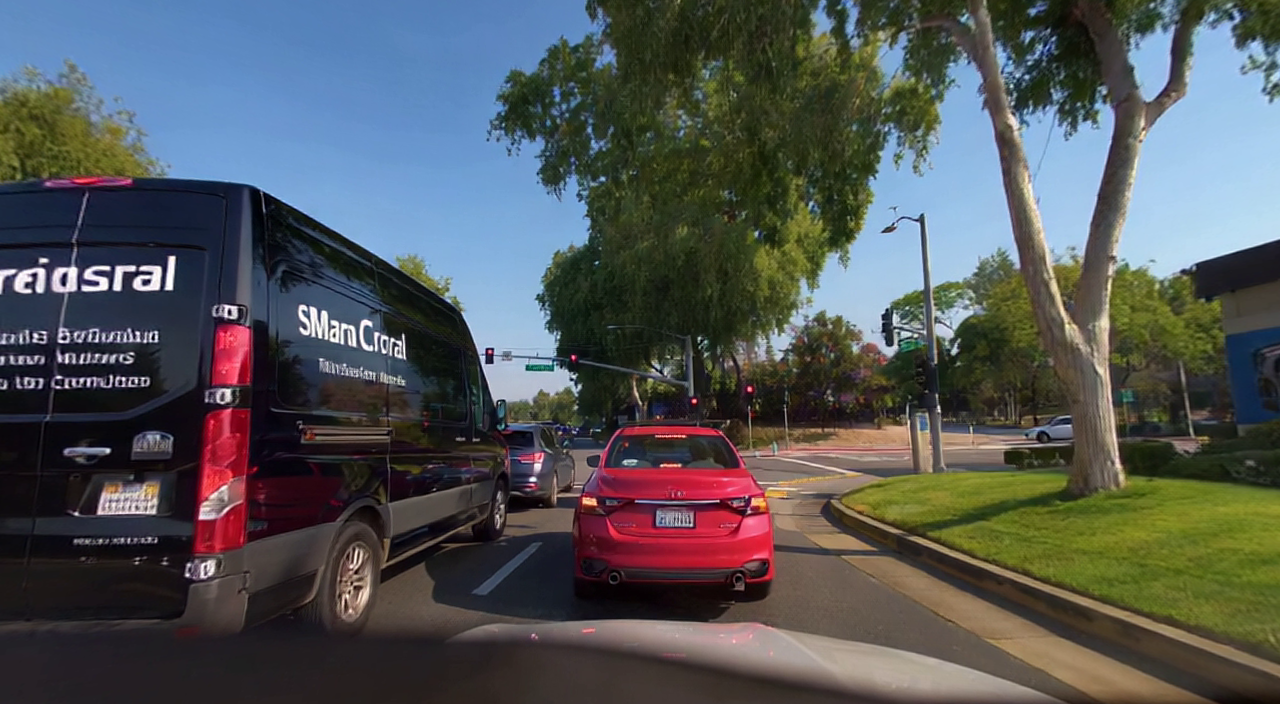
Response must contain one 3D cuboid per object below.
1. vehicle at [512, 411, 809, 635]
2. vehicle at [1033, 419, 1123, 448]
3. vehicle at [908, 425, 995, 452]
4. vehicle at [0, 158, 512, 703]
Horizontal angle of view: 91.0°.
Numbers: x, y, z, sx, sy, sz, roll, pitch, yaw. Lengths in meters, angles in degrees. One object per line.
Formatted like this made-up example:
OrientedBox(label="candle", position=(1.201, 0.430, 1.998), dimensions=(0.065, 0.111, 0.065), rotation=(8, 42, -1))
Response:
OrientedBox(label="vehicle", position=(0.308, 1.690, 7.314), dimensions=(2.398, 1.773, 4.254), rotation=(-1, -8, 4))
OrientedBox(label="vehicle", position=(32.087, 6.031, 46.131), dimensions=(5.084, 2.041, 2.360), rotation=(2, -9, -10))
OrientedBox(label="vehicle", position=(21.972, 6.157, 44.520), dimensions=(5.021, 1.848, 2.210), rotation=(1, -9, -9))
OrientedBox(label="vehicle", position=(-3.119, 0.916, 5.854), dimensions=(2.555, 3.035, 5.702), rotation=(0, -8, 0))
